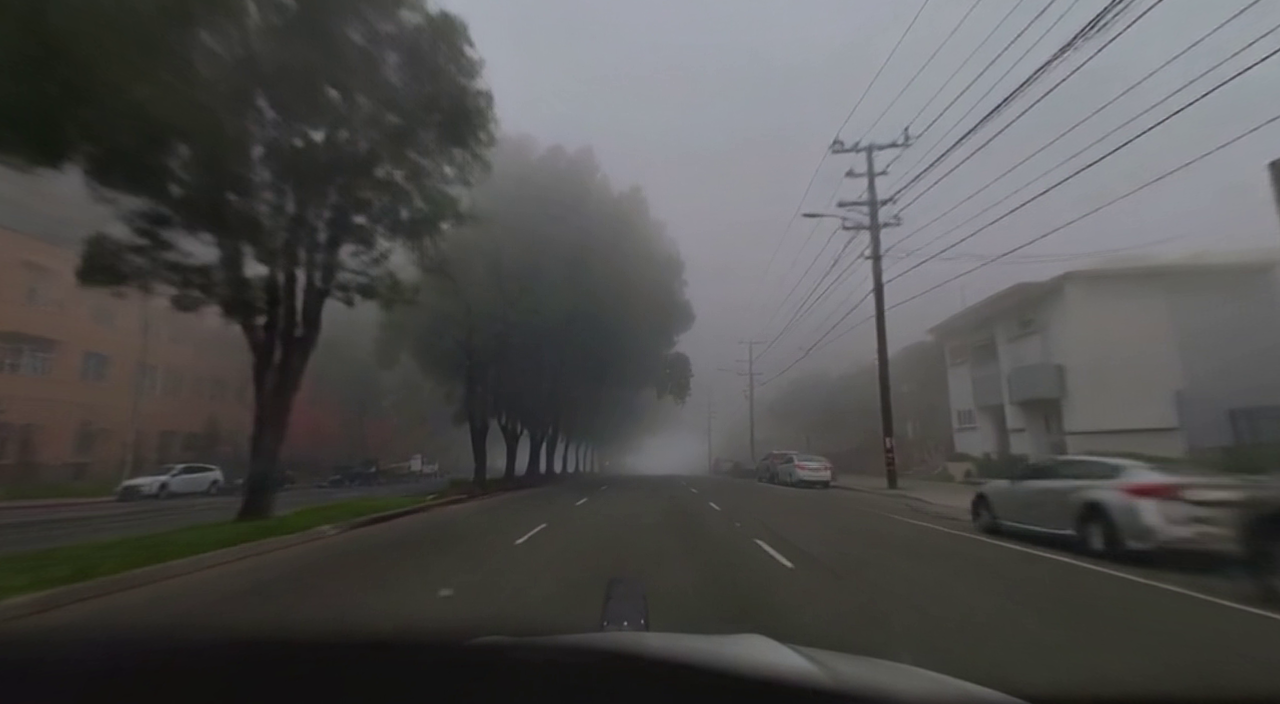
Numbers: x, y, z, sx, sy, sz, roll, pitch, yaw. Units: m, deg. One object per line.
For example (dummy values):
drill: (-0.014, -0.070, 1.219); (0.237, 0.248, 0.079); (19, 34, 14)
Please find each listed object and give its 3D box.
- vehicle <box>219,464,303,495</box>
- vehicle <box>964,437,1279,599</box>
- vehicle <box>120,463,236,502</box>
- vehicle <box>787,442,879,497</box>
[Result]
vehicle: (-22.081, 7.436, 36.989); (1.921, 1.508, 4.738); (-1, -8, 1)
vehicle: (6.785, 1.988, 8.703); (1.881, 1.559, 4.959); (0, -8, -2)
vehicle: (-22.286, 6.283, 30.697); (1.966, 1.595, 4.719); (-1, -8, 1)
vehicle: (7.121, 4.353, 23.798); (1.998, 1.819, 4.621); (0, -8, 0)
